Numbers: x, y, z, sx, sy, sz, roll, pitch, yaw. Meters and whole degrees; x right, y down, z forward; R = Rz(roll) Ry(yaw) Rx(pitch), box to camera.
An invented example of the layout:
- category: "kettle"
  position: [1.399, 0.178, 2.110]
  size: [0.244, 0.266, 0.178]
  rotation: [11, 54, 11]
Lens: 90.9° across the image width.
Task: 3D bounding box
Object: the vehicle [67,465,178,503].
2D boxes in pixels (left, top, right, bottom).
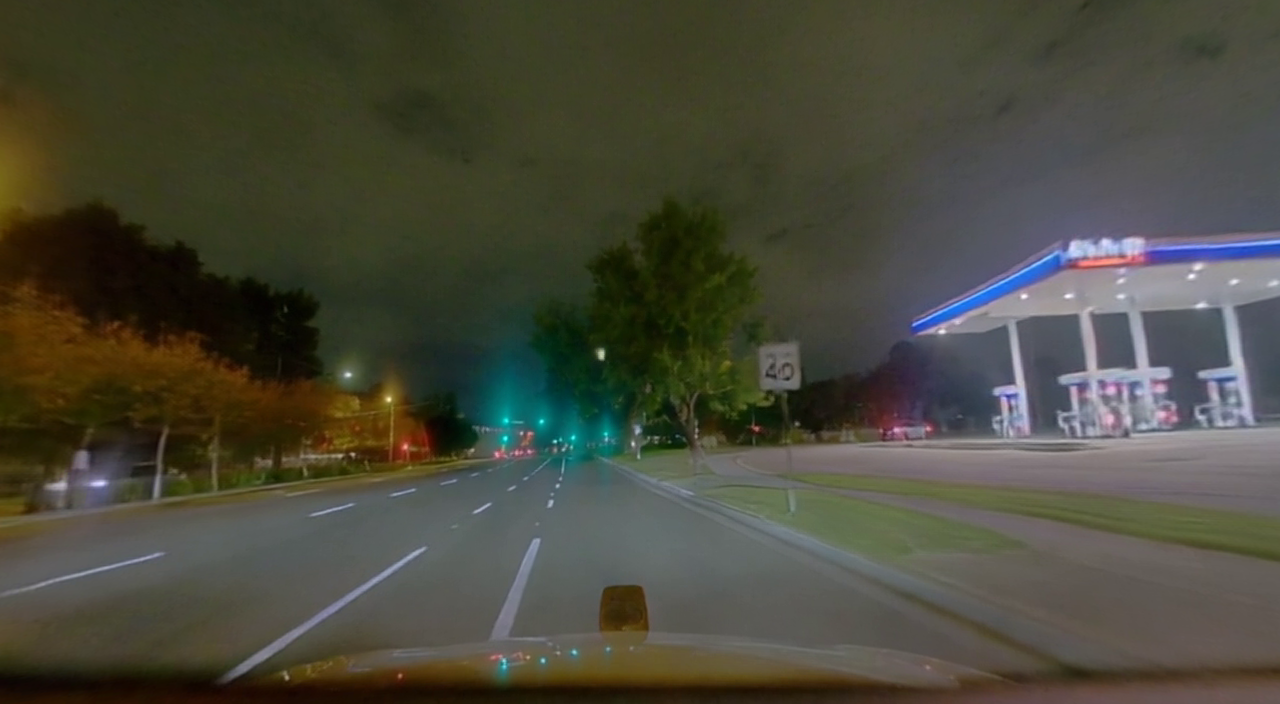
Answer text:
- category: "vehicle"
  position: [-24.299, 6.177, 29.854]
  size: [1.794, 1.468, 4.388]
  rotation: [1, -8, -5]
